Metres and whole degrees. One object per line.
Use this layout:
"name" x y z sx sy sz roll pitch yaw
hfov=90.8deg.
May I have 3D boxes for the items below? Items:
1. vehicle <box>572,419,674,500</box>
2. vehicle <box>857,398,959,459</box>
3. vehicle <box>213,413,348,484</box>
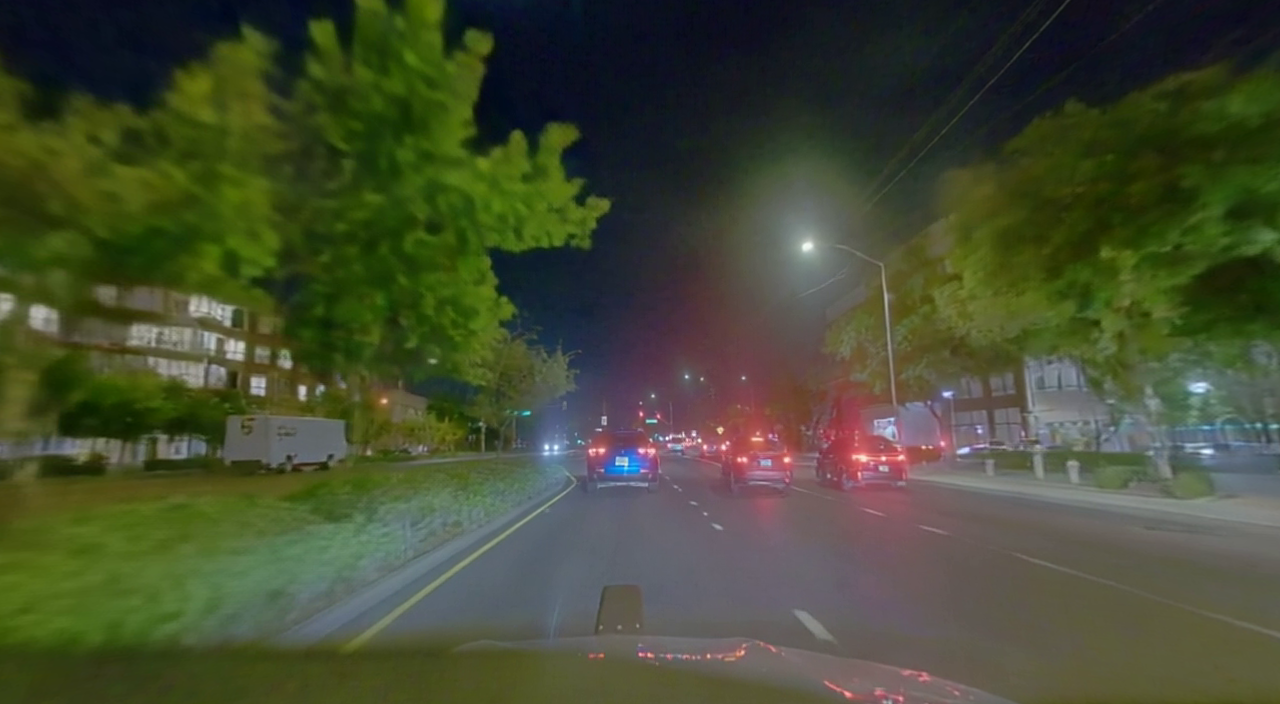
"vehicle" -0.444 2.732 16.367 2.277 1.816 4.192 0 -9 -2
"vehicle" 18.102 5.430 43.576 3.269 3.755 8.862 0 -9 2
"vehicle" -19.136 5.232 34.385 2.811 3.399 7.898 0 -9 -2
